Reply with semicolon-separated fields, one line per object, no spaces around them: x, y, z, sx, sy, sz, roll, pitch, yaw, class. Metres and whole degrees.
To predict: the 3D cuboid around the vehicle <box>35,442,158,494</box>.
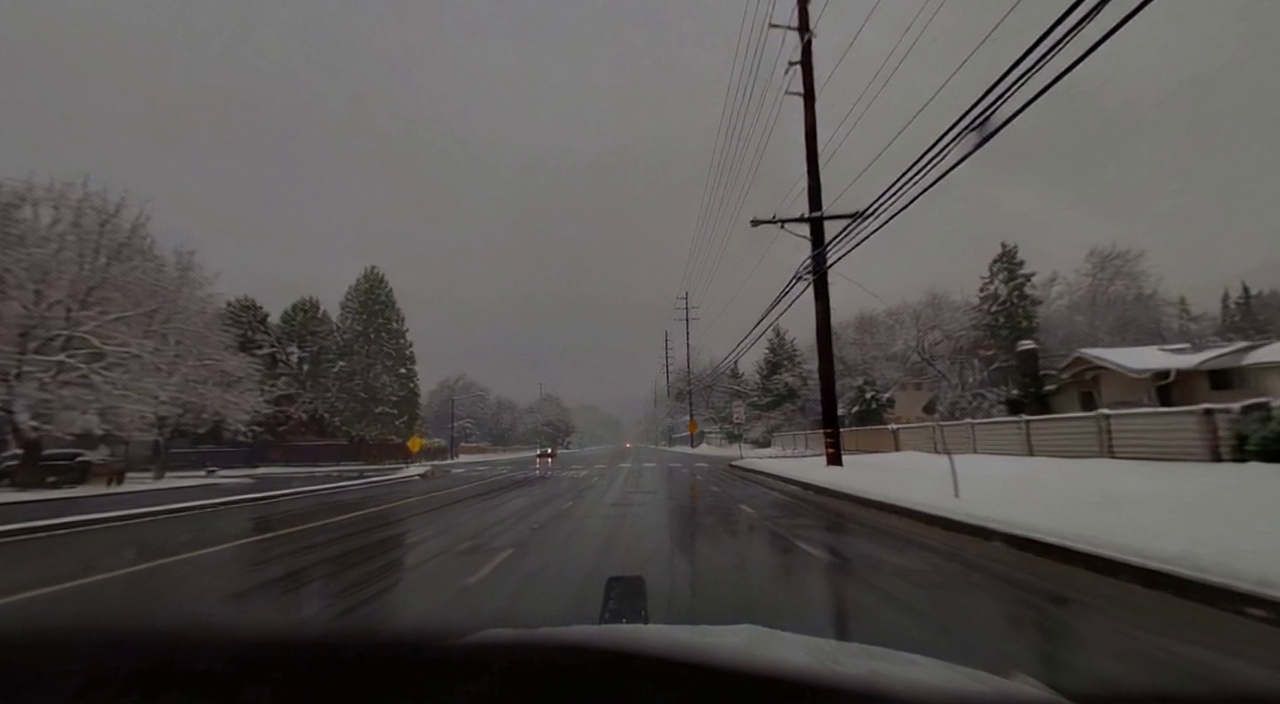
-23.143;4.835;26.822;5.246;1.961;2.280;-5;-9;31;vehicle
